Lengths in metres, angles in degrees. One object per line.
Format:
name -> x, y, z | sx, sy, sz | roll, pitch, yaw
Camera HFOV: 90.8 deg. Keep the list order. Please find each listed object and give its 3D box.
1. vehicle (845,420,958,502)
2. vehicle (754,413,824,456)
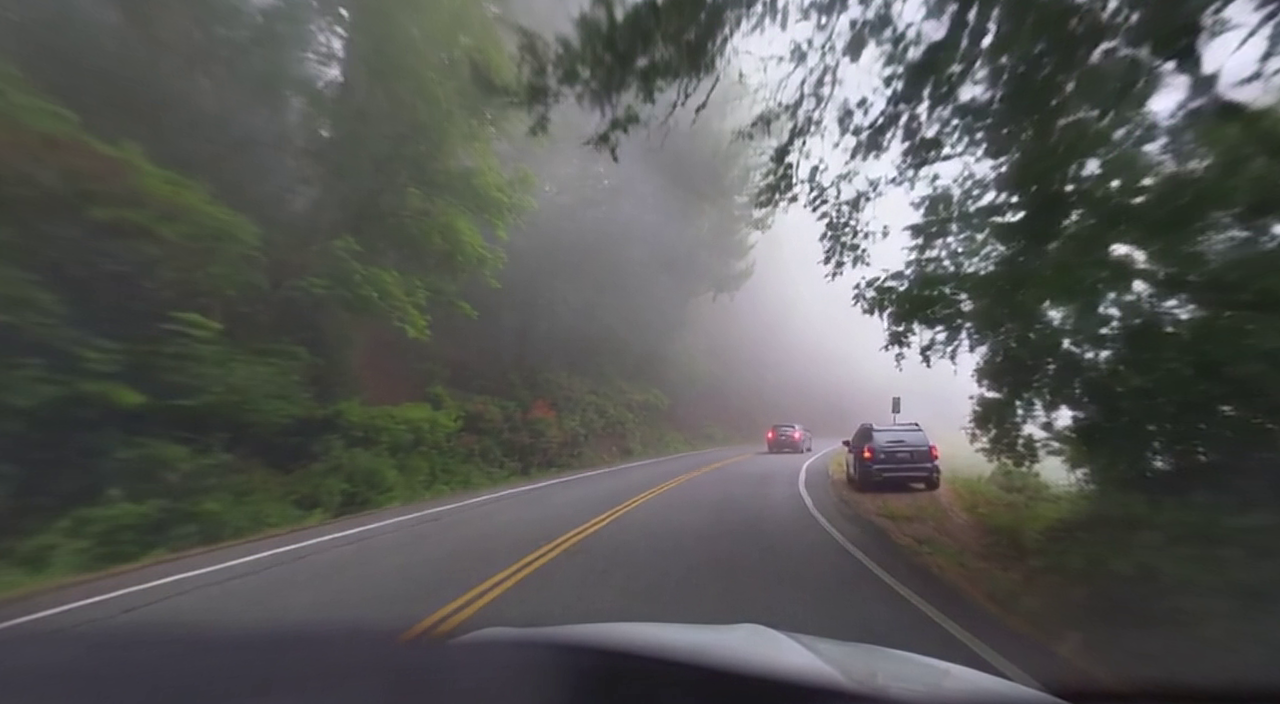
vehicle -> 6.512, 2.747, 16.272 | 2.172, 1.773, 4.601 | -3, -9, 17
vehicle -> 7.597, 4.183, 31.748 | 2.469, 1.953, 5.605 | -4, -9, 23
